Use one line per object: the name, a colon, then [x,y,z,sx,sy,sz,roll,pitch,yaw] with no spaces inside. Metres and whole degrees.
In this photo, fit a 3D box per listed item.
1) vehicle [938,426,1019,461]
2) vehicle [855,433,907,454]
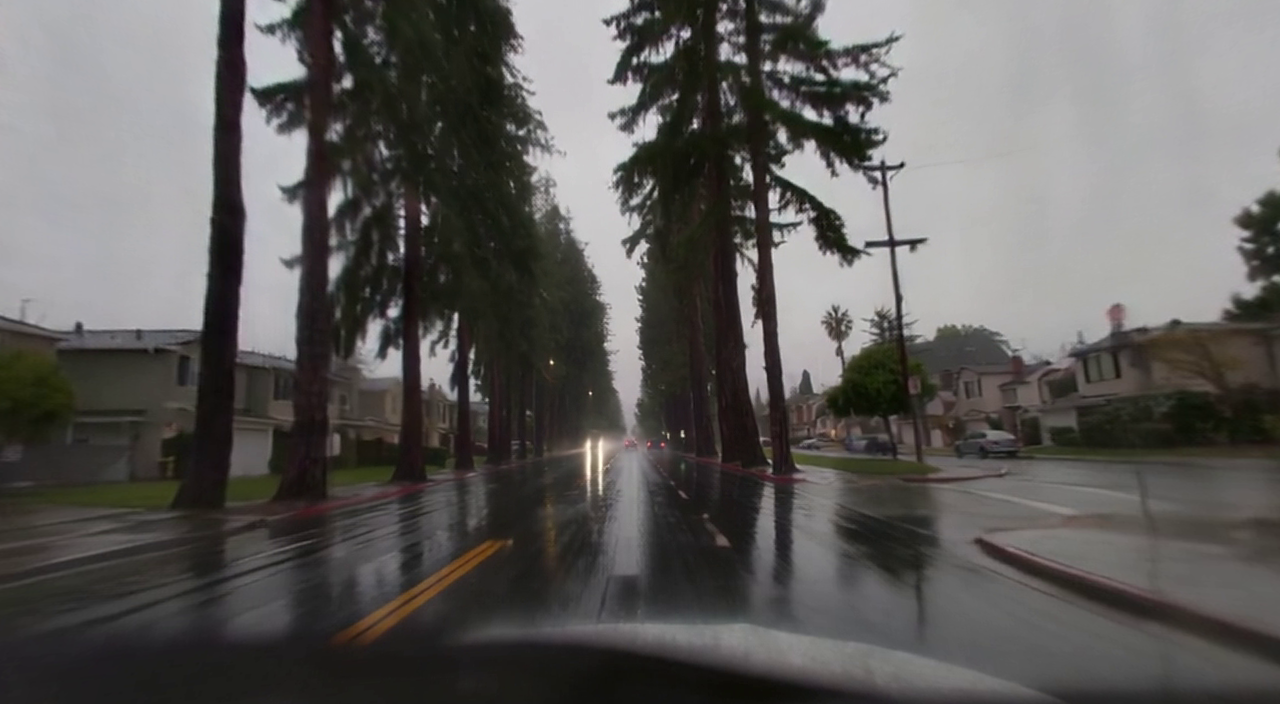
vehicle: [18.224,4.977,34.288,1.936,1.722,4.562,0,-9,1]
vehicle: [17.780,6.784,46.883,1.813,1.464,4.925,0,-9,-2]
